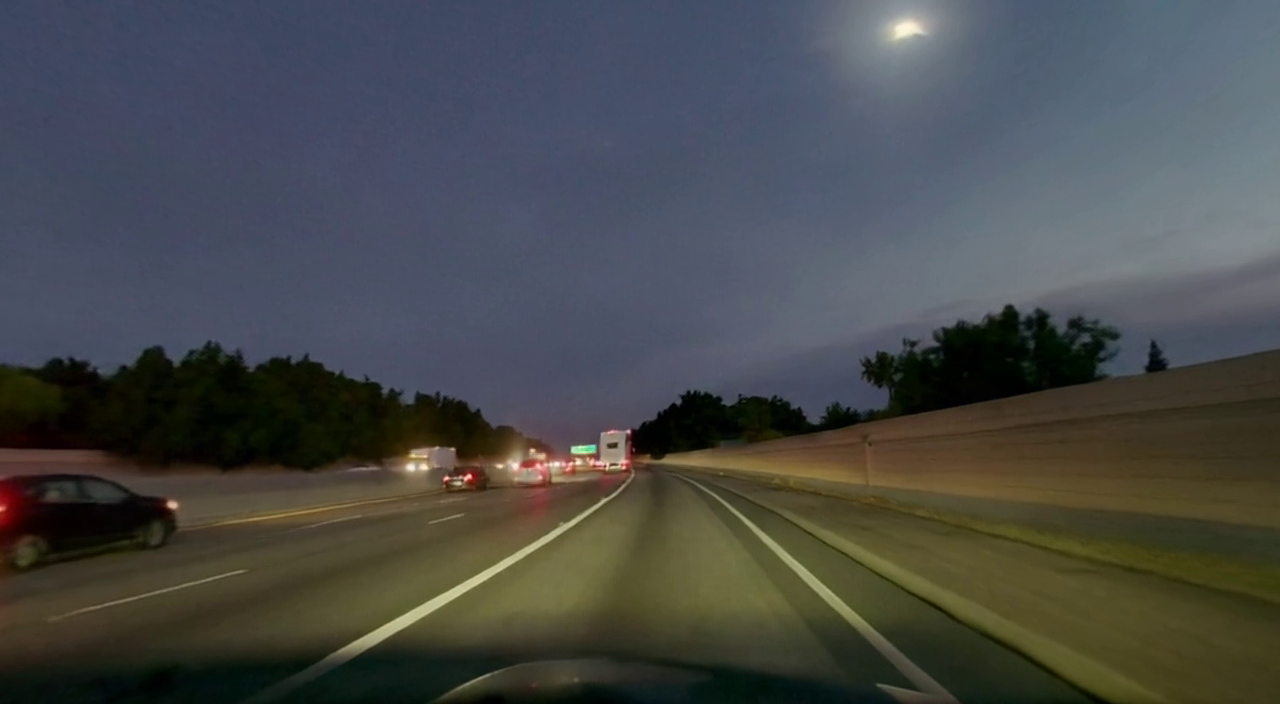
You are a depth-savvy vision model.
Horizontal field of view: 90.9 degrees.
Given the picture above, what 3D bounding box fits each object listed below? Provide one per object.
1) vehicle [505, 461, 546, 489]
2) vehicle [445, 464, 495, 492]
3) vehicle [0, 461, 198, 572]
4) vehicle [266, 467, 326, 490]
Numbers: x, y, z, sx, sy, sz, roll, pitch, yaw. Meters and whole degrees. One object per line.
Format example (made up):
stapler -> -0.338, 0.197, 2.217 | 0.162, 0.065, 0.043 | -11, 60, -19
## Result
vehicle -> -6.784, 7.295, 37.504 | 1.778, 1.560, 3.030 | 0, -9, 2
vehicle -> -10.690, 7.930, 39.854 | 1.872, 1.536, 4.134 | 0, -9, 2
vehicle -> -11.627, 3.122, 12.601 | 2.005, 1.774, 4.610 | -1, -9, 3
vehicle -> -26.708, 9.818, 49.086 | 1.854, 1.500, 4.763 | 0, -9, 1
